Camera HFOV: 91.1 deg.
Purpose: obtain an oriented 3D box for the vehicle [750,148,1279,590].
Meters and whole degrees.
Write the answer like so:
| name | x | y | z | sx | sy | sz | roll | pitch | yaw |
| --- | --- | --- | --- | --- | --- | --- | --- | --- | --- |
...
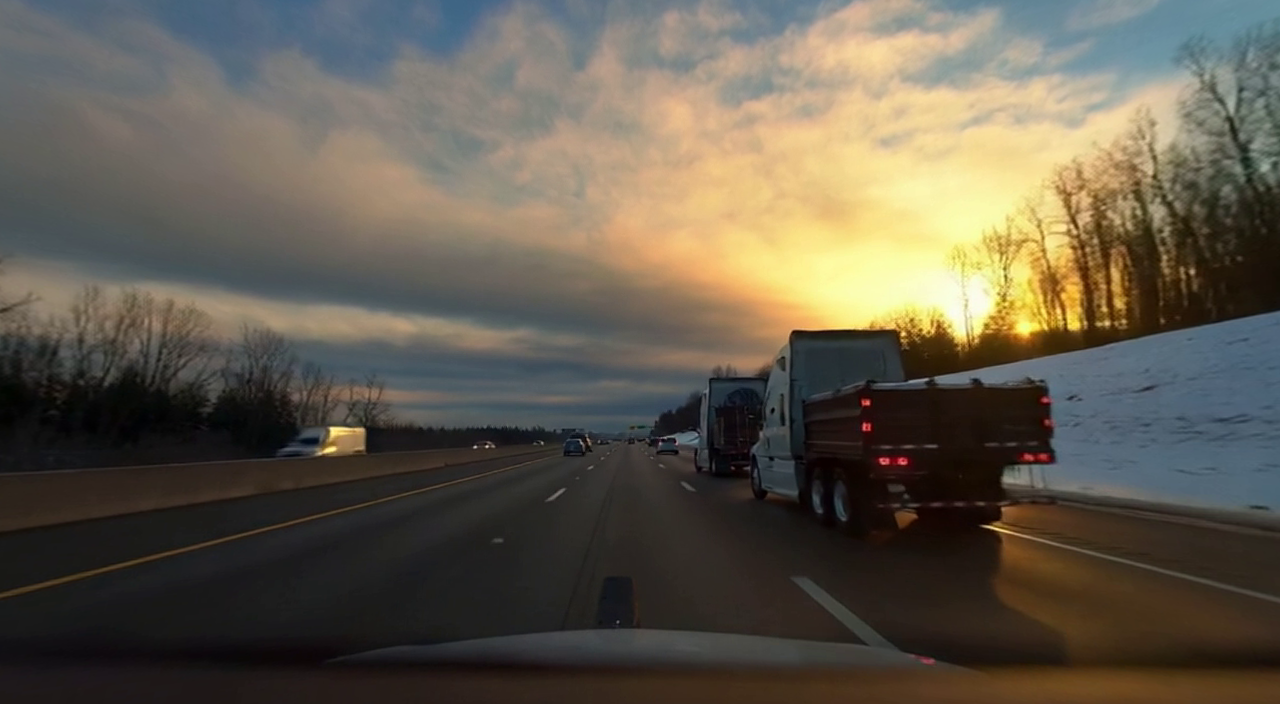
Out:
| name | x | y | z | sx | sy | sz | roll | pitch | yaw |
| --- | --- | --- | --- | --- | --- | --- | --- | --- | --- |
| vehicle | 4.024 | 0.642 | 9.939 | 2.906 | 3.999 | 8.621 | 0 | -8 | -1 |

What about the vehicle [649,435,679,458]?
| name | x | y | z | sx | sy | sz | roll | pitch | yaw |
| --- | --- | --- | --- | --- | --- | --- | --- | --- | --- |
| vehicle | 1.862 | 7.418 | 49.656 | 2.124 | 1.696 | 4.173 | 0 | -8 | -1 |

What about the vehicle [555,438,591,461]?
| name | x | y | z | sx | sy | sz | roll | pitch | yaw |
| --- | --- | --- | --- | --- | --- | --- | --- | --- | --- |
| vehicle | -4.436 | 6.529 | 42.317 | 2.017 | 1.484 | 4.088 | 0 | -8 | -1 |

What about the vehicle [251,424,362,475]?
| name | x | y | z | sx | sy | sz | roll | pitch | yaw |
| --- | --- | --- | --- | --- | --- | --- | --- | --- | --- |
| vehicle | -16.672 | 4.879 | 31.922 | 2.403 | 2.328 | 5.838 | 0 | -8 | 0 |
